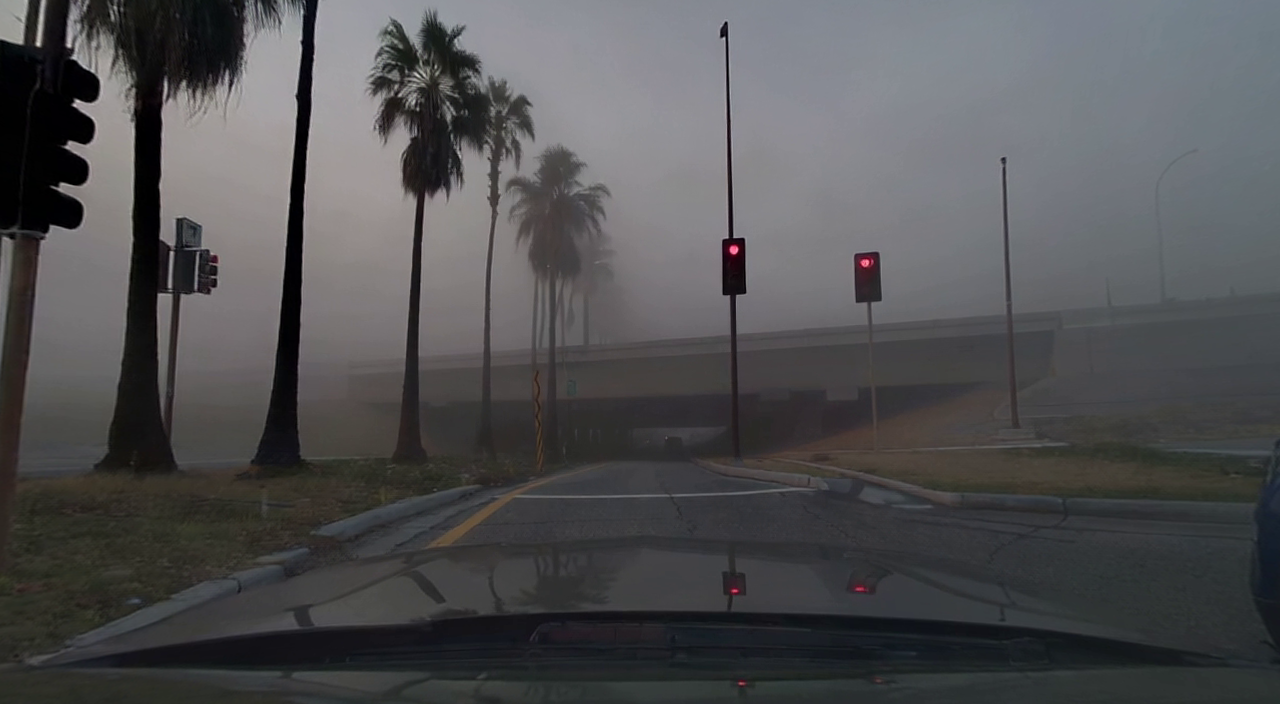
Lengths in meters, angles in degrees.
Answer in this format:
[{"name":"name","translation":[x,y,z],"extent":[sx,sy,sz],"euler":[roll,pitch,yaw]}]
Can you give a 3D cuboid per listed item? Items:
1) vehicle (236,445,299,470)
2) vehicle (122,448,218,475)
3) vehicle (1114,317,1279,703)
[{"name":"vehicle","translation":[-26.263,7.419,44.558],"extent":[1.941,1.631,4.017],"euler":[0,-9,0]},{"name":"vehicle","translation":[-26.550,6.168,35.756],"extent":[1.830,1.443,4.551],"euler":[0,-9,2]},{"name":"vehicle","translation":[3.463,0.515,0.786],"extent":[2.028,1.770,4.737],"euler":[0,-9,0]}]
